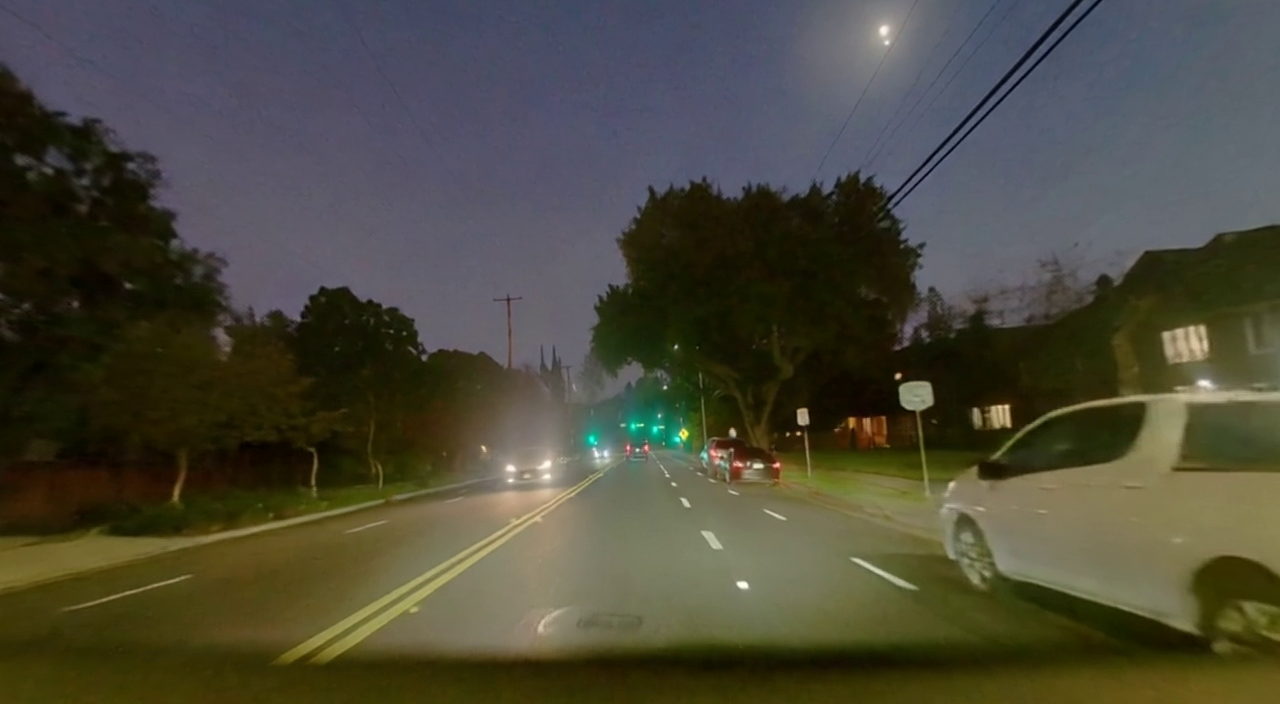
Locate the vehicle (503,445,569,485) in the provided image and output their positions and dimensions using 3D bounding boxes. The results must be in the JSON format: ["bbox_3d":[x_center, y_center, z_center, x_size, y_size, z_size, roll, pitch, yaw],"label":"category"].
[{"bbox_3d":[-4.259,4.691,26.592,1.960,1.521,4.397,0,-8,1],"label":"vehicle"}]

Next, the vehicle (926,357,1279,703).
[{"bbox_3d":[3.865,1.050,3.826,2.087,1.725,4.986,-1,-8,2],"label":"vehicle"}]

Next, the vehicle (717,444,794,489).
[{"bbox_3d":[4.024,4.044,22.759,1.874,1.415,4.683,0,-8,0],"label":"vehicle"}]
